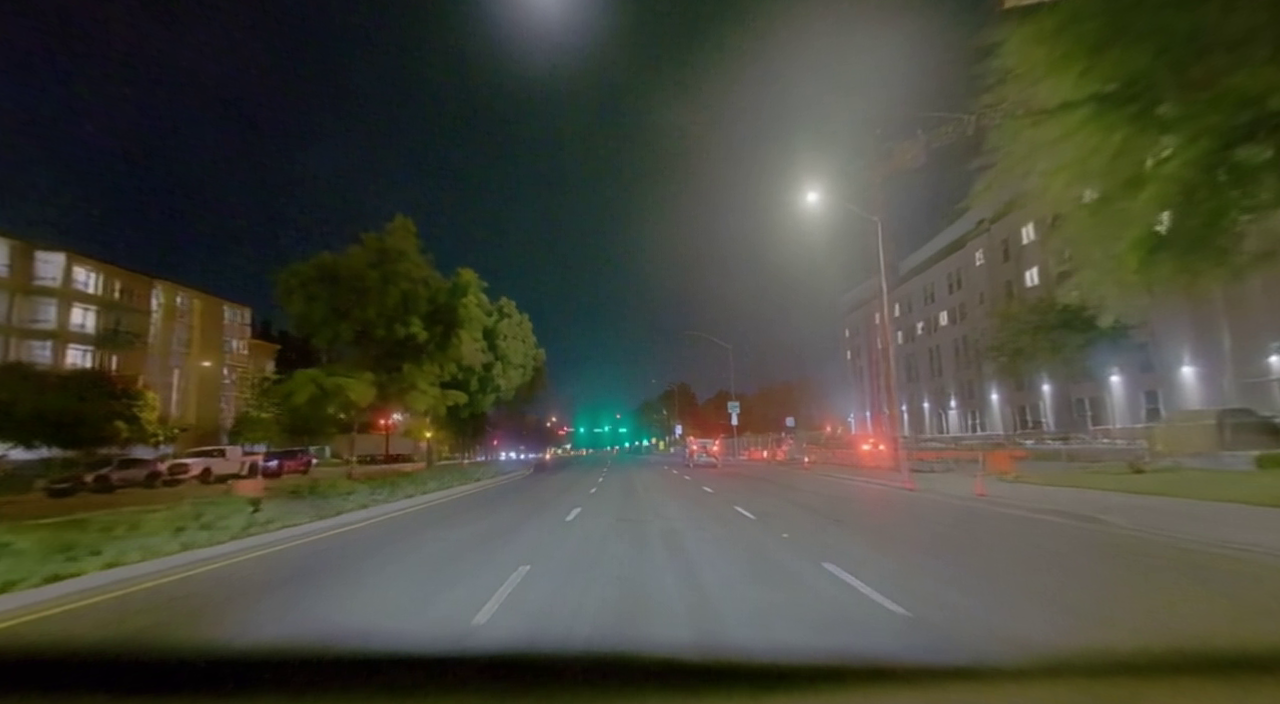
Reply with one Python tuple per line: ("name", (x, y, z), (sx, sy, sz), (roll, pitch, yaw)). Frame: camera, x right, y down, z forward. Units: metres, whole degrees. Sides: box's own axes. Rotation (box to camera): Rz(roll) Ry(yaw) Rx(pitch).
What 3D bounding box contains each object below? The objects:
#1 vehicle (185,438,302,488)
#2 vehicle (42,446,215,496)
("vehicle", (-18.111, 5.045, 29.166), (2.286, 2.069, 5.077), (0, -8, -3))
("vehicle", (-21.825, 5.044, 27.361), (2.328, 1.918, 5.628), (-1, -9, 7))
